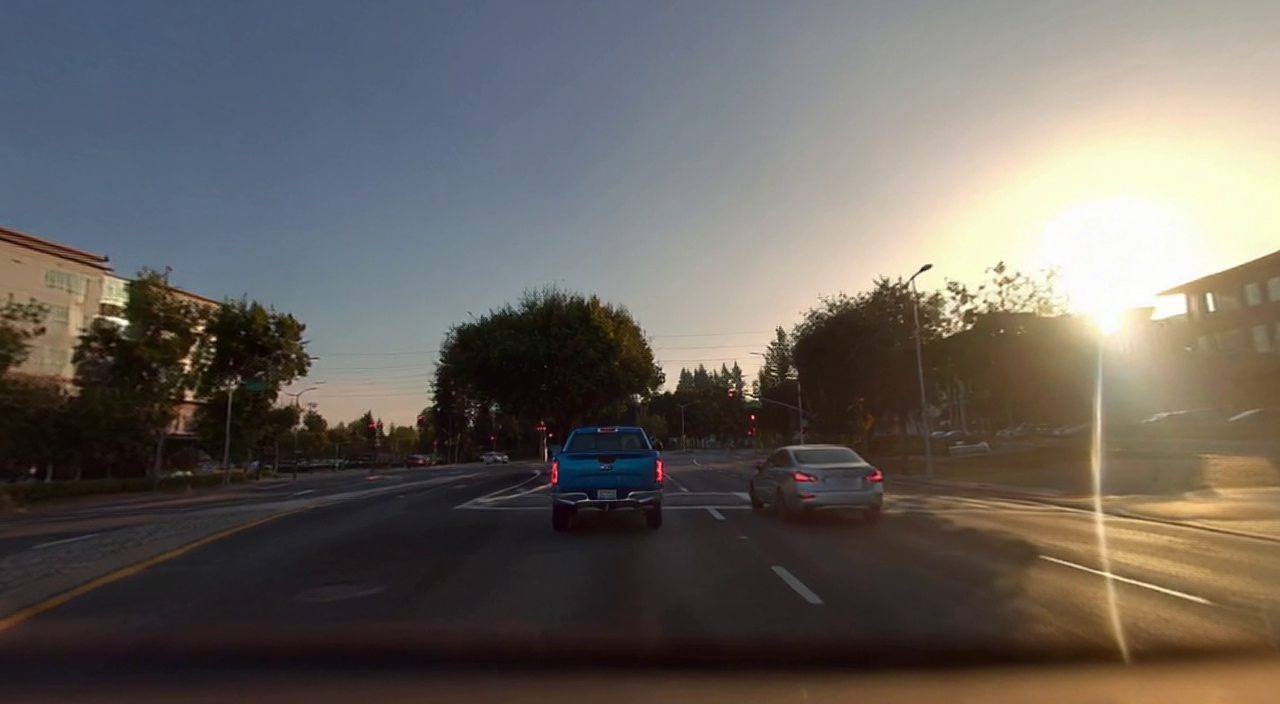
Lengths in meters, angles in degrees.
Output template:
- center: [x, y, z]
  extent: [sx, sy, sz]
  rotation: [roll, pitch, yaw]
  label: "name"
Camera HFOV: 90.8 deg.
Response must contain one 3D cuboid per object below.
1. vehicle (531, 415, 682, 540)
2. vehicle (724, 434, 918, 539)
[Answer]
- center: [-0.495, 2.149, 11.454]
  extent: [2.145, 1.762, 4.731]
  rotation: [0, -8, -1]
  label: "vehicle"
- center: [2.922, 2.278, 11.410]
  extent: [2.073, 1.484, 4.437]
  rotation: [0, -8, -2]
  label: "vehicle"
